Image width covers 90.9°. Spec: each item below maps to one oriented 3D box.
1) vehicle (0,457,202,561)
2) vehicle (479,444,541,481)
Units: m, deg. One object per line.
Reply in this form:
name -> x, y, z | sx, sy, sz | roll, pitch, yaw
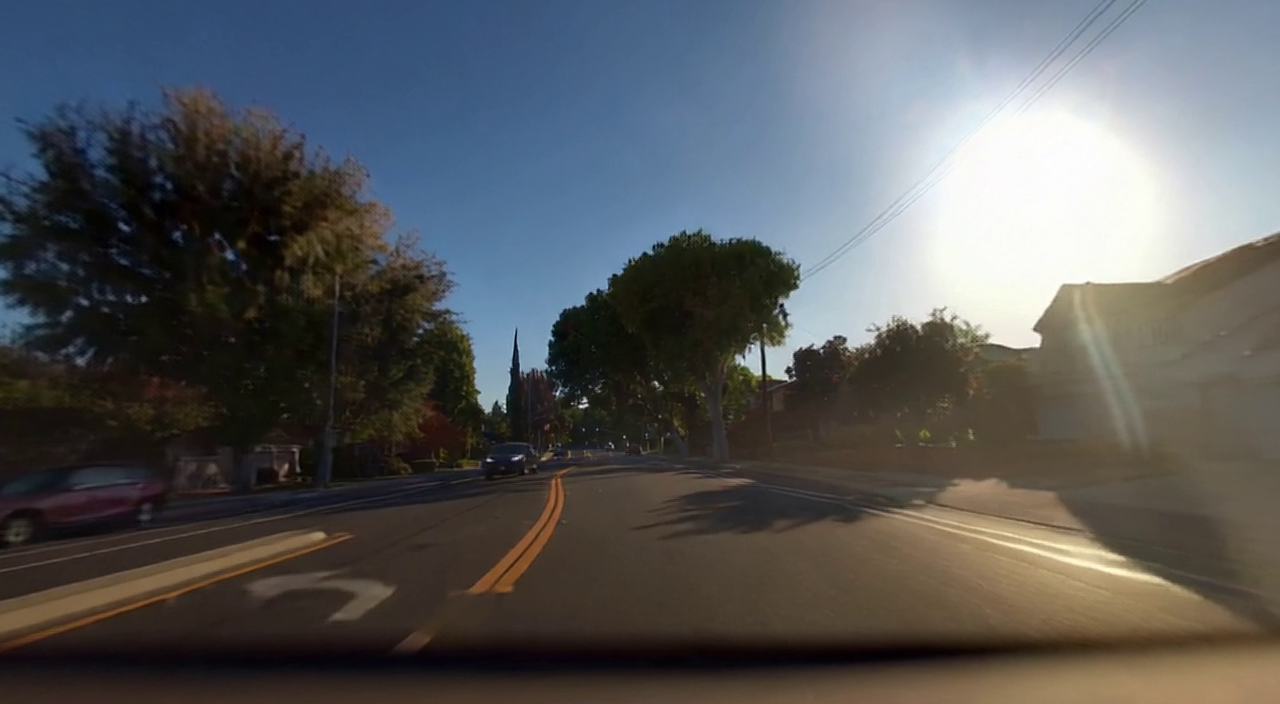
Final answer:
vehicle -> -11.969, 3.056, 12.856 | 2.066, 1.681, 5.292 | -1, -8, 3
vehicle -> -6.045, 5.161, 29.836 | 1.951, 1.612, 4.269 | 0, -8, 1
